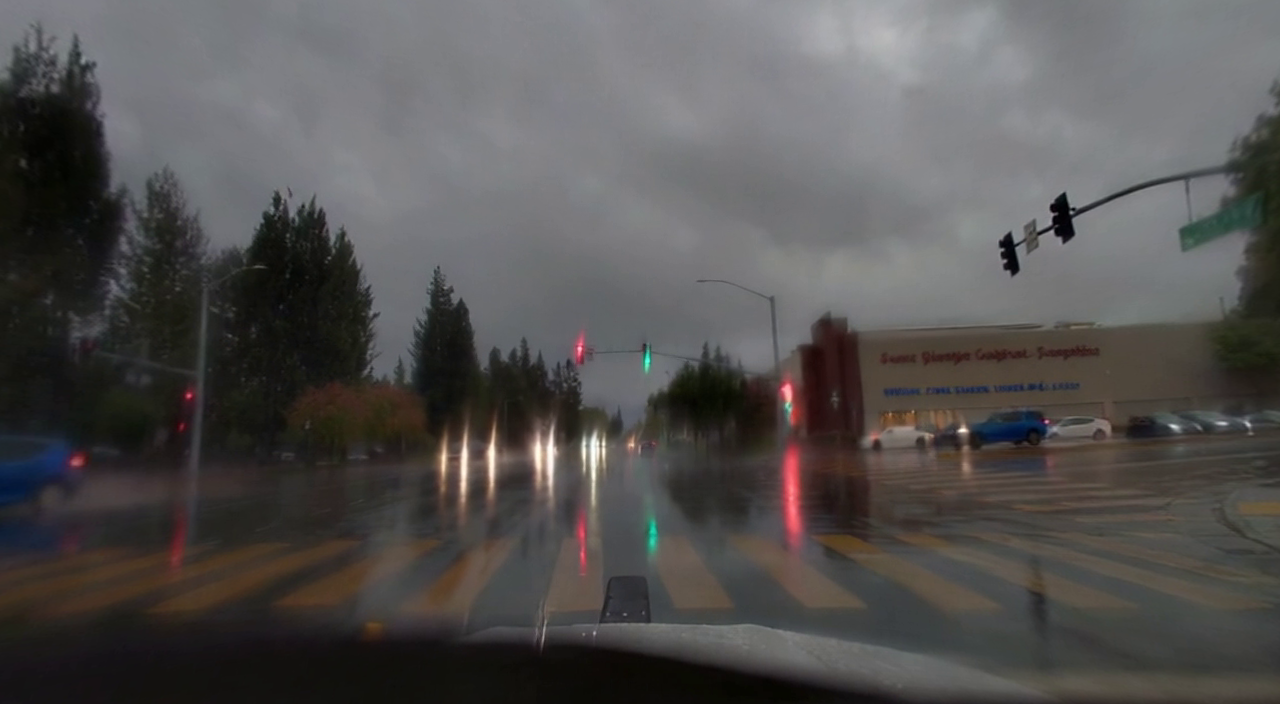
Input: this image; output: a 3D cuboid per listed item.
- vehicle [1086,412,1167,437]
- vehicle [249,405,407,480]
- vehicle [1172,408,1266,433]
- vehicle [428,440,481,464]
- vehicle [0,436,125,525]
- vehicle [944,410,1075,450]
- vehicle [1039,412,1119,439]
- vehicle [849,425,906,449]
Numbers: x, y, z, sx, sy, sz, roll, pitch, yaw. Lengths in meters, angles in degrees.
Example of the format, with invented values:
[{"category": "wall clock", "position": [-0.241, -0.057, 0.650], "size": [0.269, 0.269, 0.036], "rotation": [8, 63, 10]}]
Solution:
[{"category": "vehicle", "position": [31.375, 4.727, 40.800], "size": [1.823, 1.480, 4.003], "rotation": [0, -8, -3]}, {"category": "vehicle", "position": [-16.596, 5.050, 34.967], "size": [3.161, 3.455, 11.058], "rotation": [0, -8, 0]}, {"category": "vehicle", "position": [38.351, 4.606, 41.919], "size": [1.715, 1.480, 4.701], "rotation": [0, -8, -1]}, {"category": "vehicle", "position": [-12.077, 6.539, 41.367], "size": [1.996, 1.482, 4.772], "rotation": [0, -8, 0]}, {"category": "vehicle", "position": [-11.757, 2.196, 10.793], "size": [1.996, 1.489, 4.566], "rotation": [0, -8, 0]}, {"category": "vehicle", "position": [16.334, 3.490, 28.043], "size": [4.566, 1.670, 2.000], "rotation": [0, -8, -3]}, {"category": "vehicle", "position": [28.953, 4.901, 41.760], "size": [2.070, 1.652, 4.408], "rotation": [0, -8, -1]}, {"category": "vehicle", "position": [17.416, 6.246, 46.318], "size": [3.329, 1.415, 1.821], "rotation": [-6, -9, 2]}]
